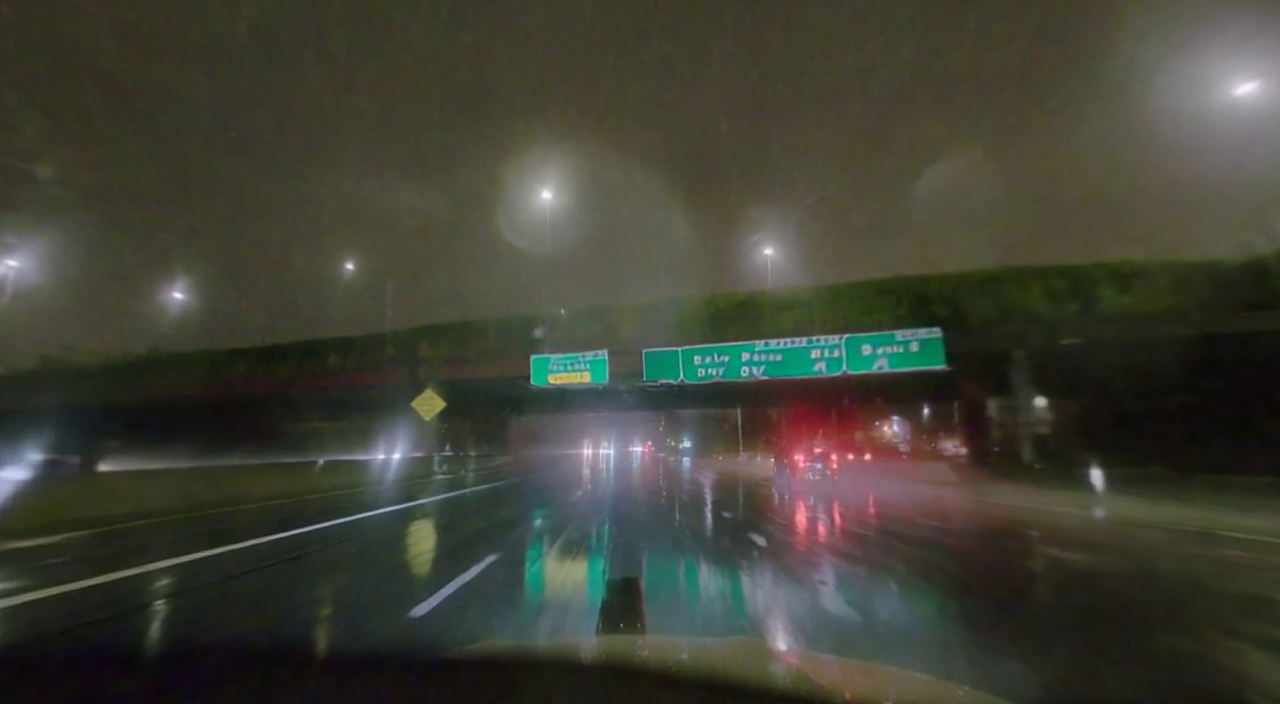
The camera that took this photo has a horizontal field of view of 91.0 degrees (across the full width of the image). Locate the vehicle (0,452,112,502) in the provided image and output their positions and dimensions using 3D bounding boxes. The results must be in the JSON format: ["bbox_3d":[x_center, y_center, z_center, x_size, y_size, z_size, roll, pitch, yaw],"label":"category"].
[{"bbox_3d":[-21.729,4.380,22.382,1.941,1.590,4.511,0,-9,1],"label":"vehicle"}]
